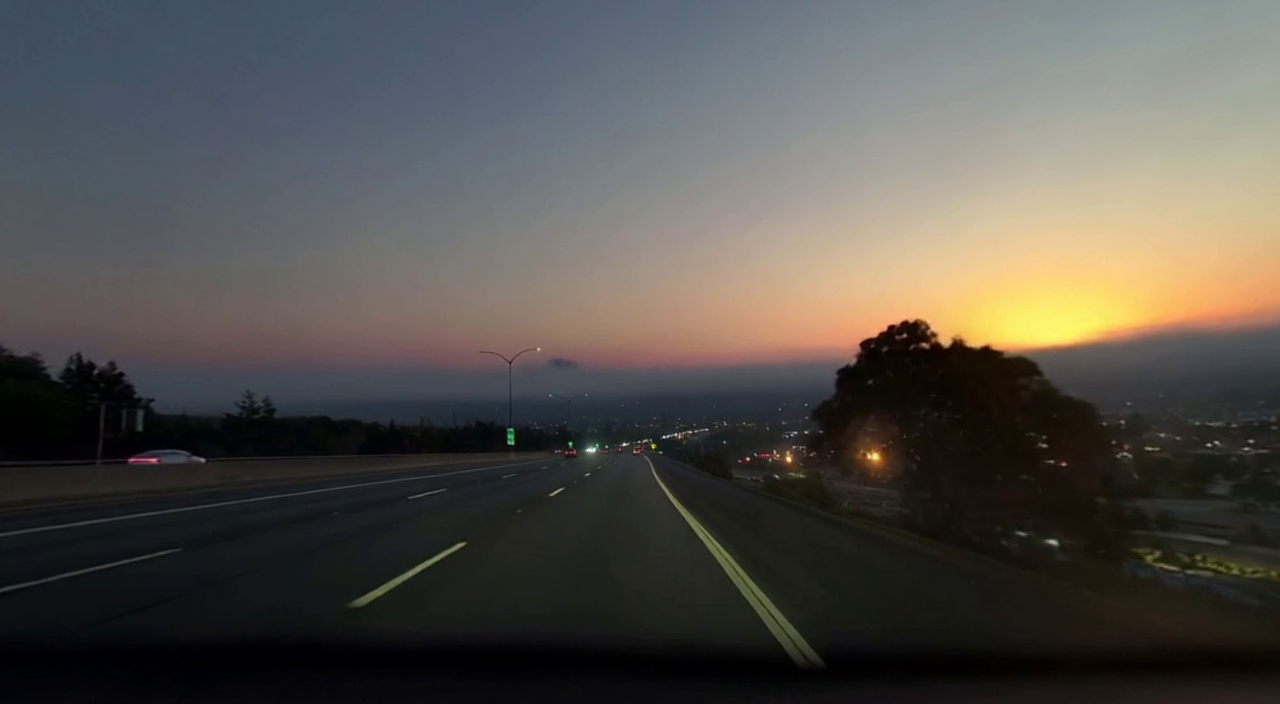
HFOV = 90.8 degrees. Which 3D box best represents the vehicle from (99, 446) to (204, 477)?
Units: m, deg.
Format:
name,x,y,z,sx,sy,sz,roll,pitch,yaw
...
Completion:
name,x,y,z,sx,sy,sz,roll,pitch,yaw
vehicle,-26.631,5.960,34.675,1.923,1.563,4.762,0,-9,1
